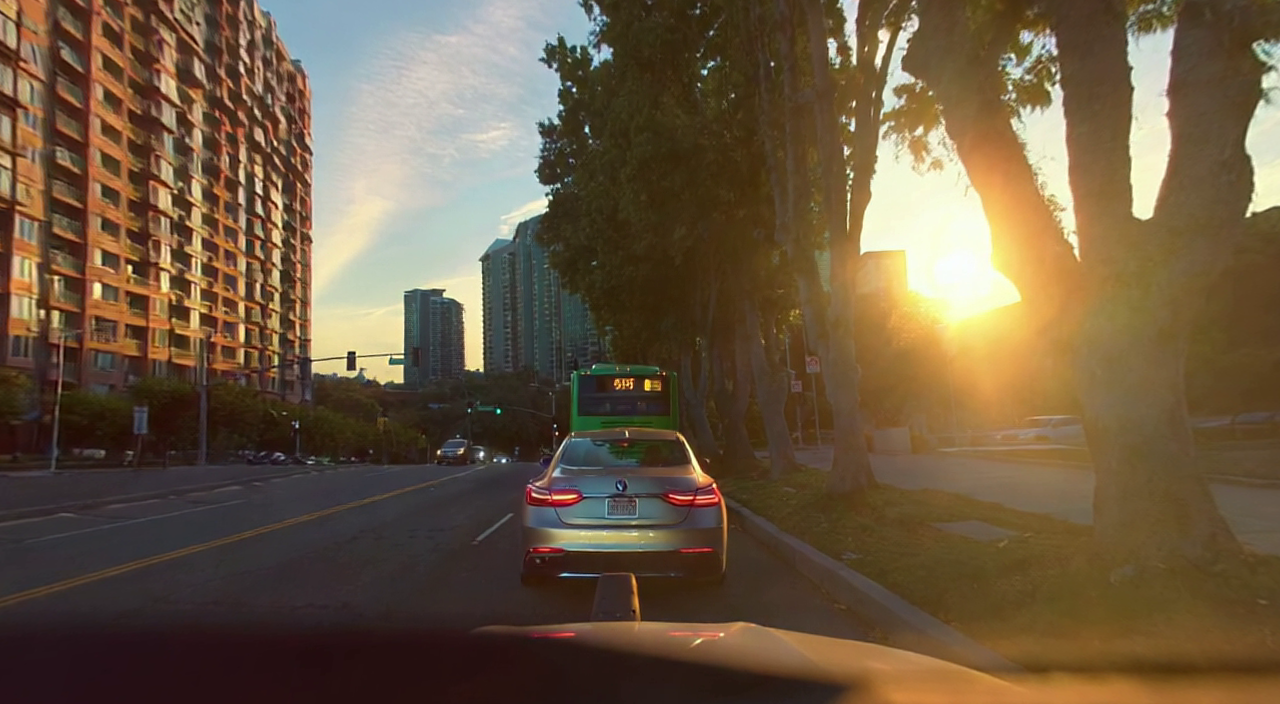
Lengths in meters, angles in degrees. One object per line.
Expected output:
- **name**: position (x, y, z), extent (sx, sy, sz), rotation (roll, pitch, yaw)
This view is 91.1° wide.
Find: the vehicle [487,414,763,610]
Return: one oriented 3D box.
- **vehicle**: position (-0.154, 1.461, 6.743), extent (2.064, 1.452, 3.942), rotation (0, -8, -1)
